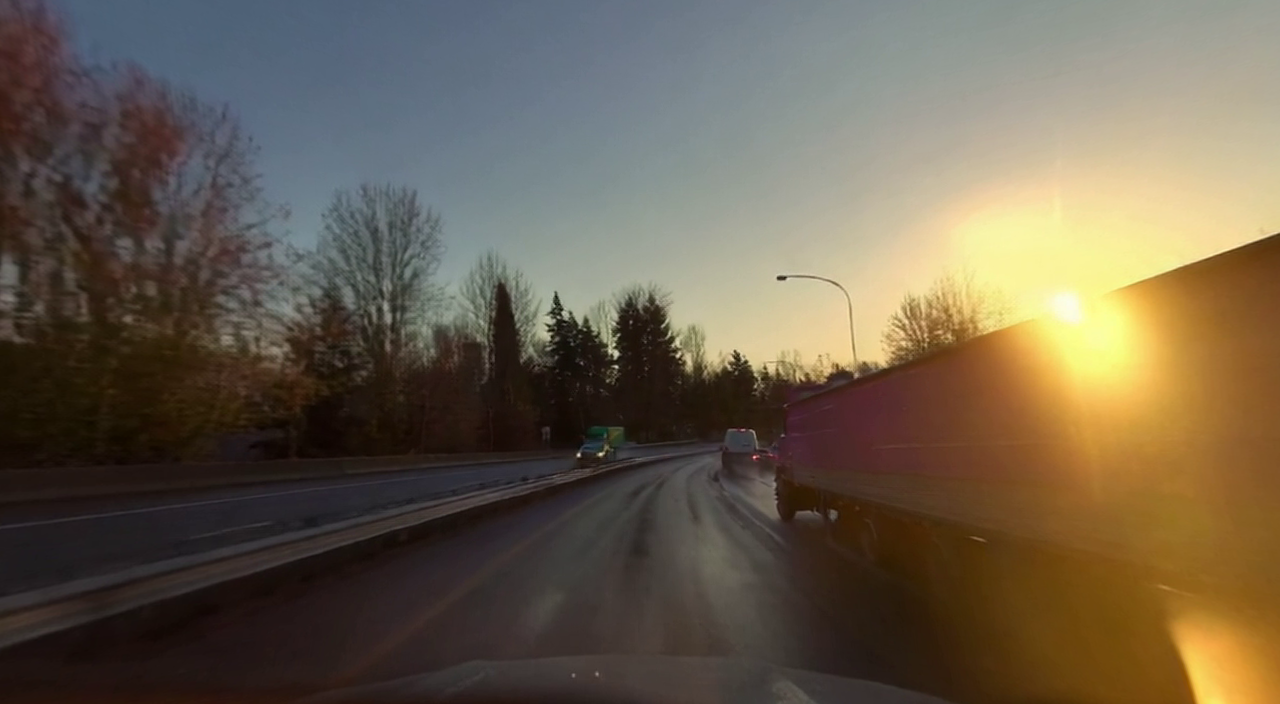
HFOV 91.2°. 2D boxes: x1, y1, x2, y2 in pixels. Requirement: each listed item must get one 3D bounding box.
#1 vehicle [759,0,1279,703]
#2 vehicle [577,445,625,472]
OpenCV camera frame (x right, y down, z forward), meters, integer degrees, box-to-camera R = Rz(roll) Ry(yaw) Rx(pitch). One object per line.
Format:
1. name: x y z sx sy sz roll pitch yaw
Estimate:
1. vehicle: 4.079 1.002 7.171 2.916 3.563 14.462 0 -9 1
2. vehicle: -2.350 6.566 38.892 2.054 1.525 4.441 -1 -9 8
